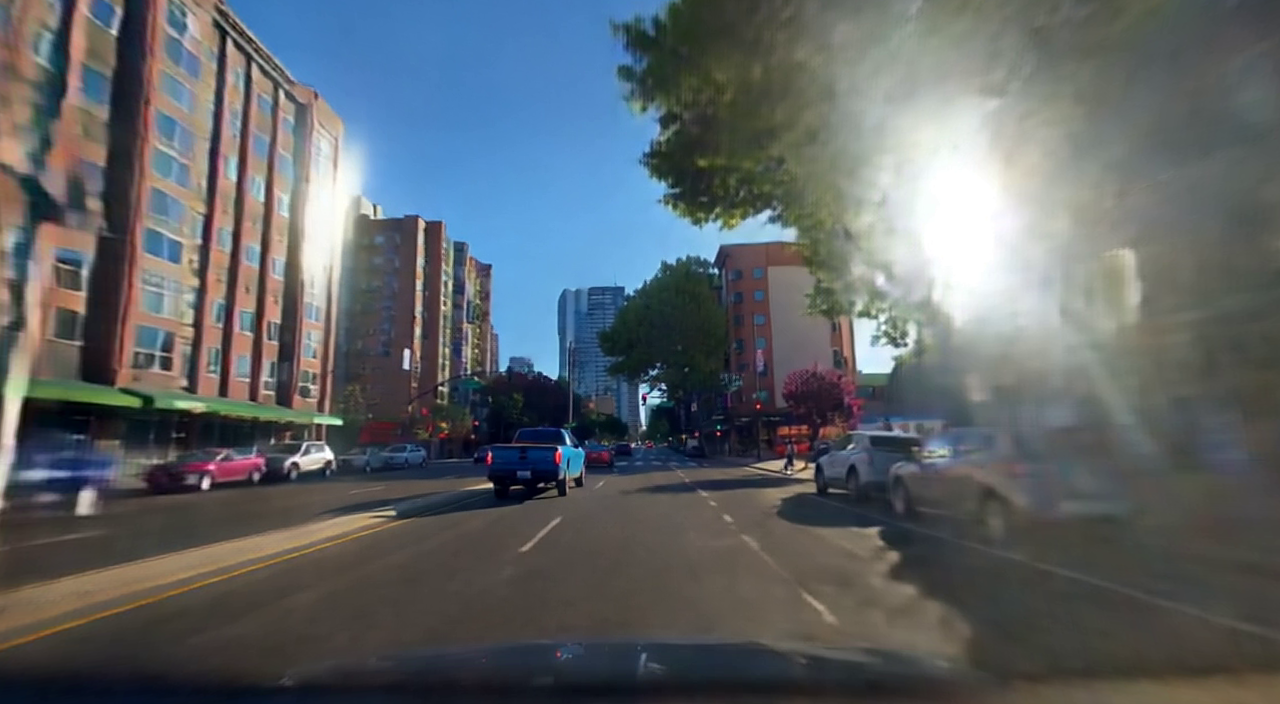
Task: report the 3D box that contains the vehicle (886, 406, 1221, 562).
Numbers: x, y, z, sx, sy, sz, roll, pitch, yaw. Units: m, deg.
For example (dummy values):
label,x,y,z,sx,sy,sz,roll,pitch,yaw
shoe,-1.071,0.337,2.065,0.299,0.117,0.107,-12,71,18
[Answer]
label,x,y,z,sx,sy,sz,roll,pitch,yaw
vehicle,5.887,1.940,10.004,2.043,1.841,4.842,0,-9,1

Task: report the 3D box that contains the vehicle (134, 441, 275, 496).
label,x,y,z,sx,sy,sz,roll,pitch,yaw
vehicle,-16.113,4.288,23.711,1.928,1.824,4.664,0,-9,0

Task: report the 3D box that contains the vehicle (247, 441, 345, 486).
label,x,y,z,sx,sy,sz,roll,pitch,yaw
vehicle,-15.888,5.135,29.488,1.948,1.827,4.730,-2,-8,0

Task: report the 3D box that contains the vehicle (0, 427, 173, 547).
label,x,y,z,sx,sy,sz,roll,pitch,yaw
vehicle,-10.159,2.087,10.033,2.013,1.704,4.364,0,-9,1

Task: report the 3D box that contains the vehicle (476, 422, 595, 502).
label,x,y,z,sx,sy,sz,roll,pitch,yaw
vehicle,-2.566,2.900,17.047,2.197,1.786,5.365,0,-9,1

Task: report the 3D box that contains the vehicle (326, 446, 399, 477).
label,x,y,z,sx,sy,sz,roll,pitch,yaw
vehicle,-15.949,6.298,36.558,2.100,1.596,4.739,-2,-9,0
